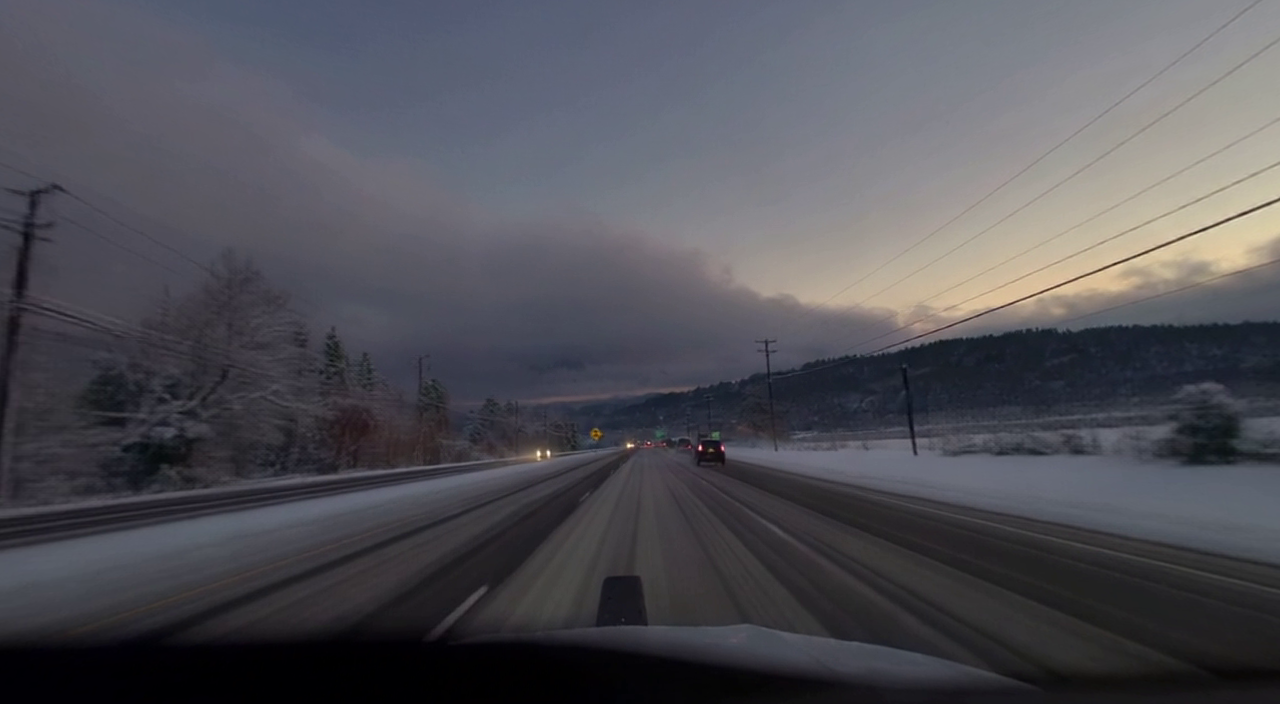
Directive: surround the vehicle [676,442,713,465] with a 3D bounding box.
[{"bbox_3d":[3.682,7.003,43.703,2.148,1.538,4.430,0,-8,0],"label":"vehicle"}]
